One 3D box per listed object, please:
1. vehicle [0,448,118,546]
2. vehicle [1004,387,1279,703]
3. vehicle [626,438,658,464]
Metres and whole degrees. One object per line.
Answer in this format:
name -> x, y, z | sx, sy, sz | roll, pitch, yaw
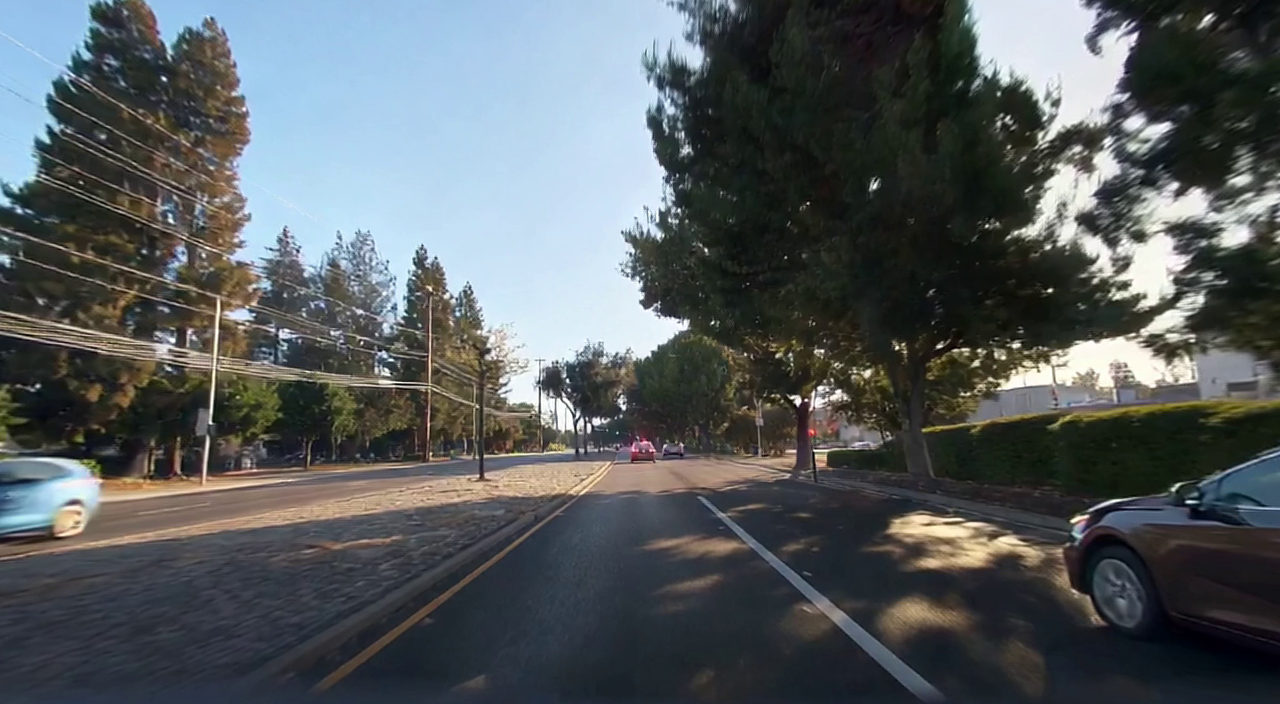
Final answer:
vehicle -> -9.904, 2.097, 9.167 | 1.527, 1.380, 3.460 | 0, -9, 1
vehicle -> 4.233, 0.937, 2.804 | 2.235, 1.597, 4.918 | 0, -9, 0
vehicle -> 0.059, 7.171, 45.637 | 2.189, 1.776, 4.342 | 0, -9, -2
